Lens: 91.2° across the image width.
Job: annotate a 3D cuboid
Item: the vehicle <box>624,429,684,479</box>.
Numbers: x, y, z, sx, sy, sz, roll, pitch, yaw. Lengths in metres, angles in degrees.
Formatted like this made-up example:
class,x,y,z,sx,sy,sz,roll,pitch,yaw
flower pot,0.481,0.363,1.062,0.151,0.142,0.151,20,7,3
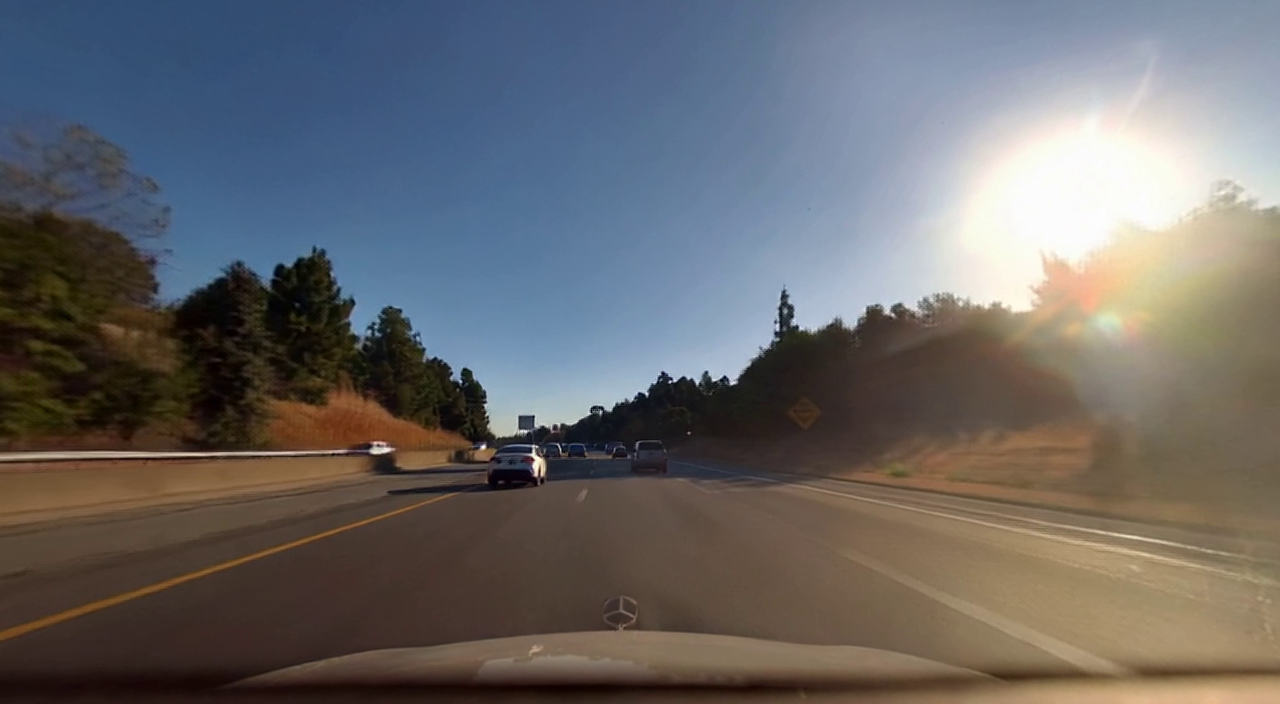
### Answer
class,x,y,z,sx,sy,sz,roll,pitch,yaw
vehicle,0.503,4.397,27.061,2.179,1.930,4.538,0,-9,-4

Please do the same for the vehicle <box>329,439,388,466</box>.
class,x,y,z,sx,sy,sz,roll,pitch,yaw
vehicle,-18.034,6.483,40.413,1.983,1.629,4.235,0,-9,-3

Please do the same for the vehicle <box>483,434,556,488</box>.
class,x,y,z,sx,sy,sz,roll,pitch,yaw
vehicle,-4.189,3.878,22.530,1.963,1.711,4.284,0,-9,-3

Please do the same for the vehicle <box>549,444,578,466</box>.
class,x,y,z,sx,sy,sz,roll,pitch,yaw
vehicle,-5.513,7.519,45.798,1.809,1.510,4.235,0,-9,-3
